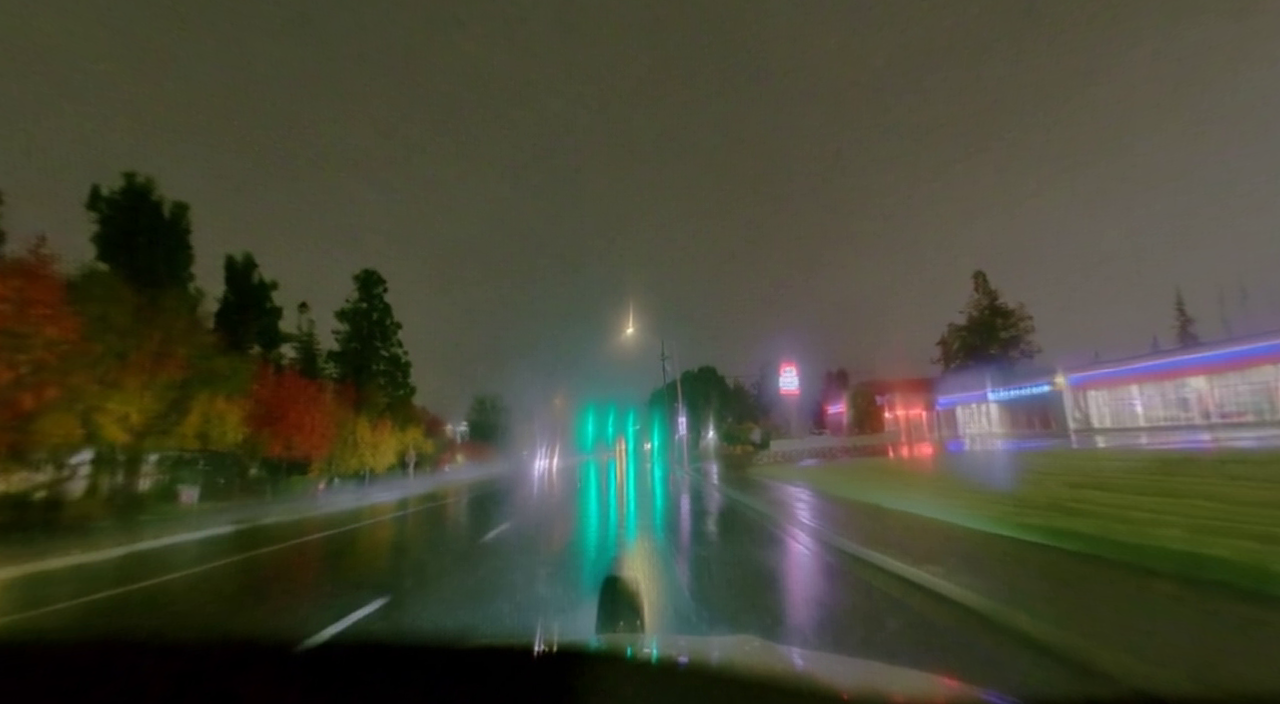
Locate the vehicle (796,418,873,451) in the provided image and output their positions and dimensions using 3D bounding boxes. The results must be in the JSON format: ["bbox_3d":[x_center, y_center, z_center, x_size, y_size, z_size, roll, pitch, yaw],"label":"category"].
[{"bbox_3d":[12.620,5.437,41.425,1.939,1.753,4.974,3,-13,-23],"label":"vehicle"}]
